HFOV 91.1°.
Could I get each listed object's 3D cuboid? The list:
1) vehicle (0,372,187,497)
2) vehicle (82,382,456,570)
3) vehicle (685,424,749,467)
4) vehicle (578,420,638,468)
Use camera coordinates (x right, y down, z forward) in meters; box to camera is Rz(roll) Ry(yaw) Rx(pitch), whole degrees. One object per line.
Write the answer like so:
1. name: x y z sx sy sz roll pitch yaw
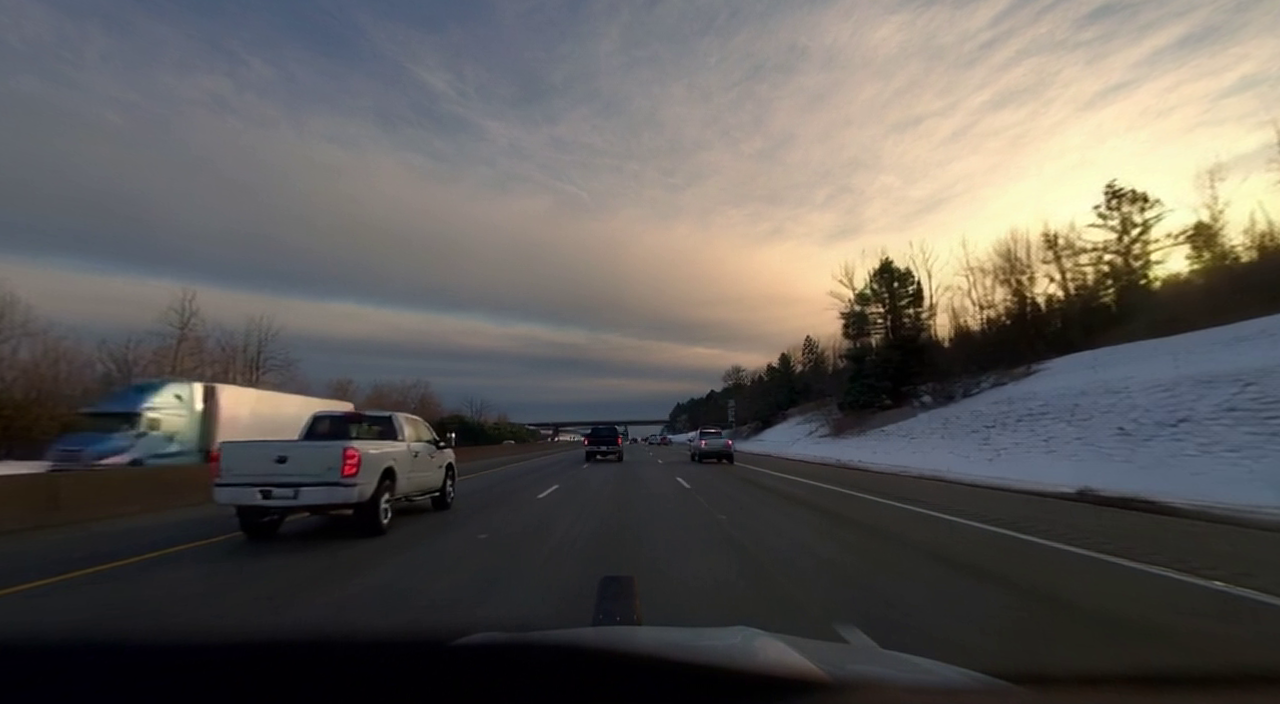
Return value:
1. vehicle: -19.685 2.926 22.453 2.935 3.893 5.232 1 -8 -1
2. vehicle: -3.974 1.404 7.899 1.997 1.663 4.451 0 -8 0
3. vehicle: 3.284 4.071 27.602 2.124 1.696 4.173 0 -8 -2
4. vehicle: -1.194 3.695 25.468 2.185 1.772 4.656 0 -8 0
